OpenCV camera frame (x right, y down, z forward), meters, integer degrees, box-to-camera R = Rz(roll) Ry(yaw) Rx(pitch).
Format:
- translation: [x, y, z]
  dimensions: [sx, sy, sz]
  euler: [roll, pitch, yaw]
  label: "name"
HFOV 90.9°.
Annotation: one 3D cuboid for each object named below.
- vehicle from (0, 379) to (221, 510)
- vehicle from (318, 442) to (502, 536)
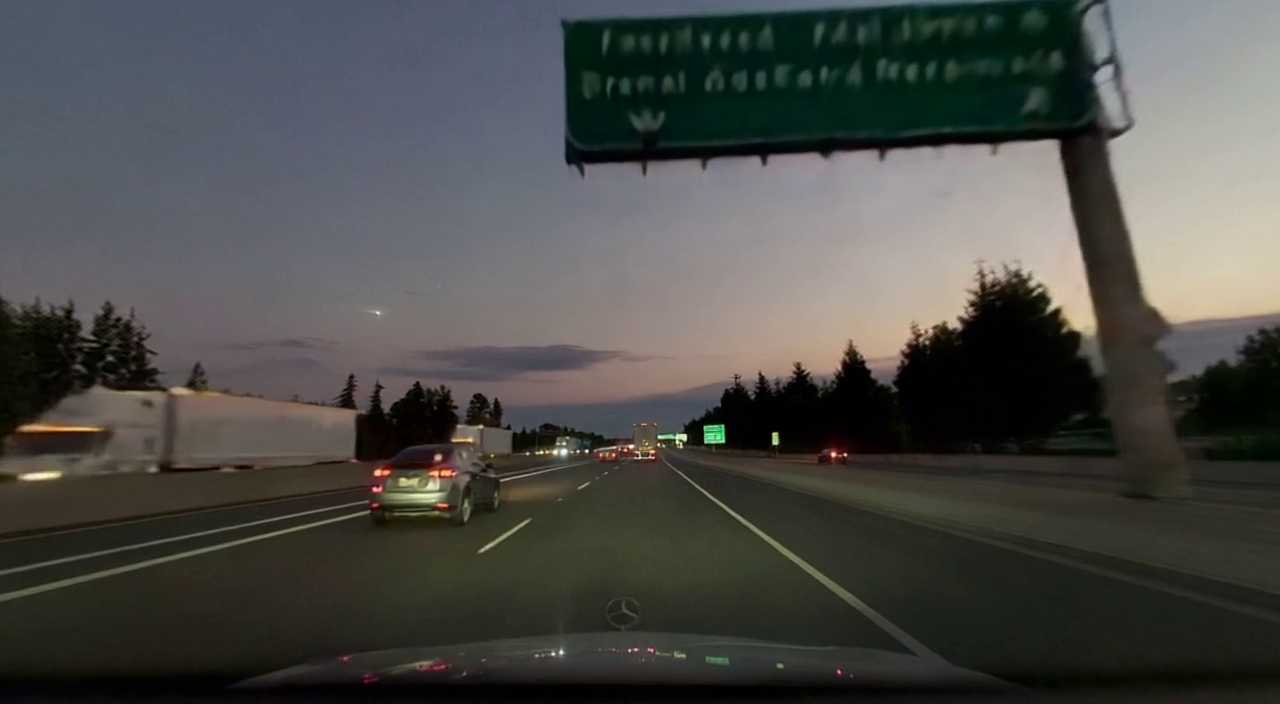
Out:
- translation: [-17.559, 3.062, 20.953]
  dimensions: [2.974, 3.730, 5.926]
  euler: [0, -9, 0]
  label: "vehicle"
- translation: [-4.127, 2.502, 12.146]
  dimensions: [1.945, 1.488, 4.043]
  euler: [0, -9, 1]
  label: "vehicle"
